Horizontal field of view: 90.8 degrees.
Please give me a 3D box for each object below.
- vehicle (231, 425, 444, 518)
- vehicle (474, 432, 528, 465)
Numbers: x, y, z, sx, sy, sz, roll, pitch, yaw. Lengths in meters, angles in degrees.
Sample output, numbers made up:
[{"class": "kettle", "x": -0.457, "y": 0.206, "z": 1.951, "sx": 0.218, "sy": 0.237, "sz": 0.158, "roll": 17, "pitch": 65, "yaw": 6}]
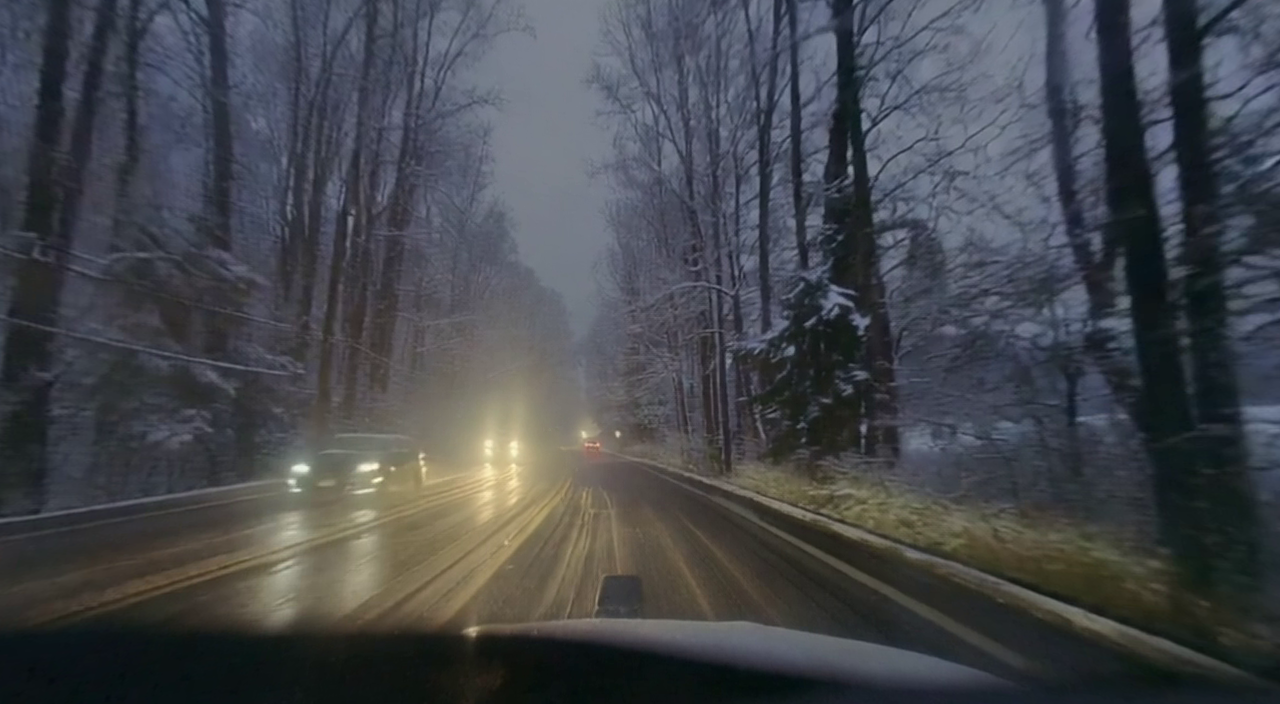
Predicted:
[{"class": "vehicle", "x": -5.630, "y": 2.283, "z": 12.584, "sx": 2.139, "sy": 1.498, "sz": 4.453, "roll": 0, "pitch": -8, "yaw": -2}, {"class": "vehicle", "x": -7.813, "y": 5.461, "z": 35.940, "sx": 2.318, "sy": 1.754, "sz": 4.328, "roll": 1, "pitch": -8, "yaw": -4}]
